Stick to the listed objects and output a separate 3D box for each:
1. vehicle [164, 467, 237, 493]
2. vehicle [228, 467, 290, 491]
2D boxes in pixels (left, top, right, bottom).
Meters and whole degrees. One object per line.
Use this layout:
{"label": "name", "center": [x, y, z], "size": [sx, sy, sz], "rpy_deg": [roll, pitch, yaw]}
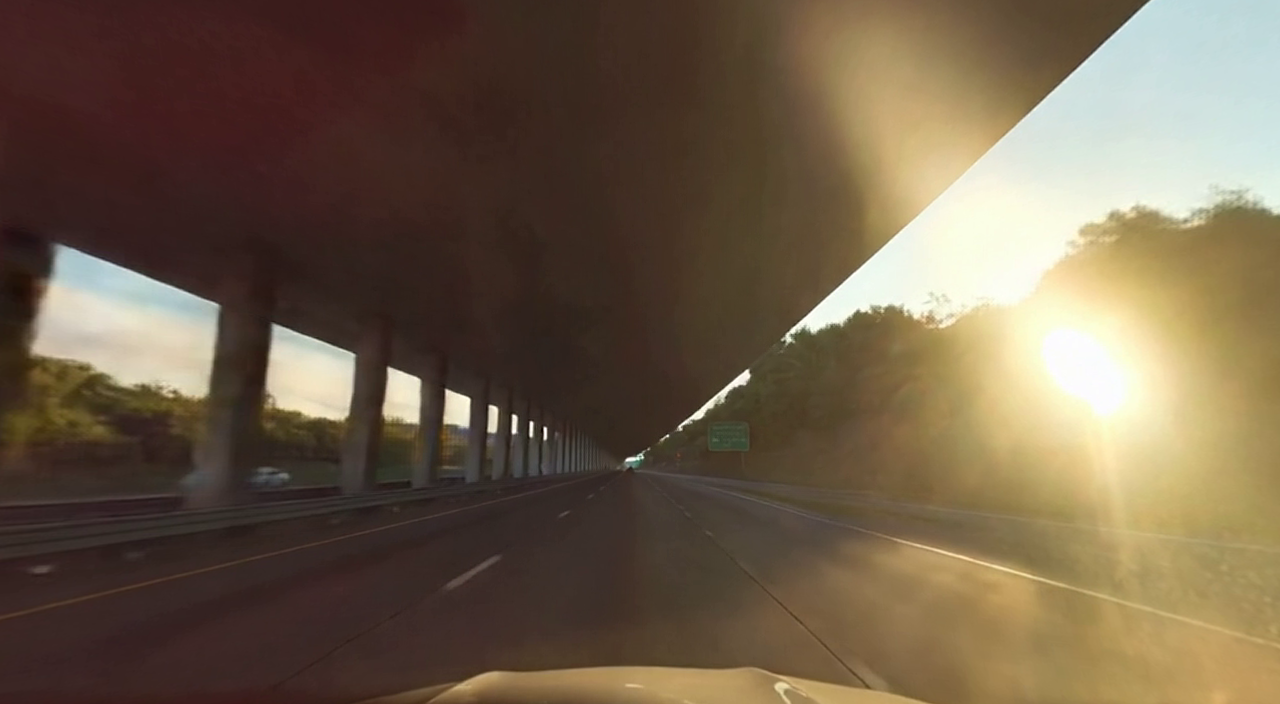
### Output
{"label": "vehicle", "center": [-30.487, 8.848, 43.848], "size": [1.904, 1.675, 4.320], "rpy_deg": [1, -10, 0]}
{"label": "vehicle", "center": [-26.128, 8.720, 43.320], "size": [1.823, 1.534, 3.726], "rpy_deg": [1, -10, 1]}
